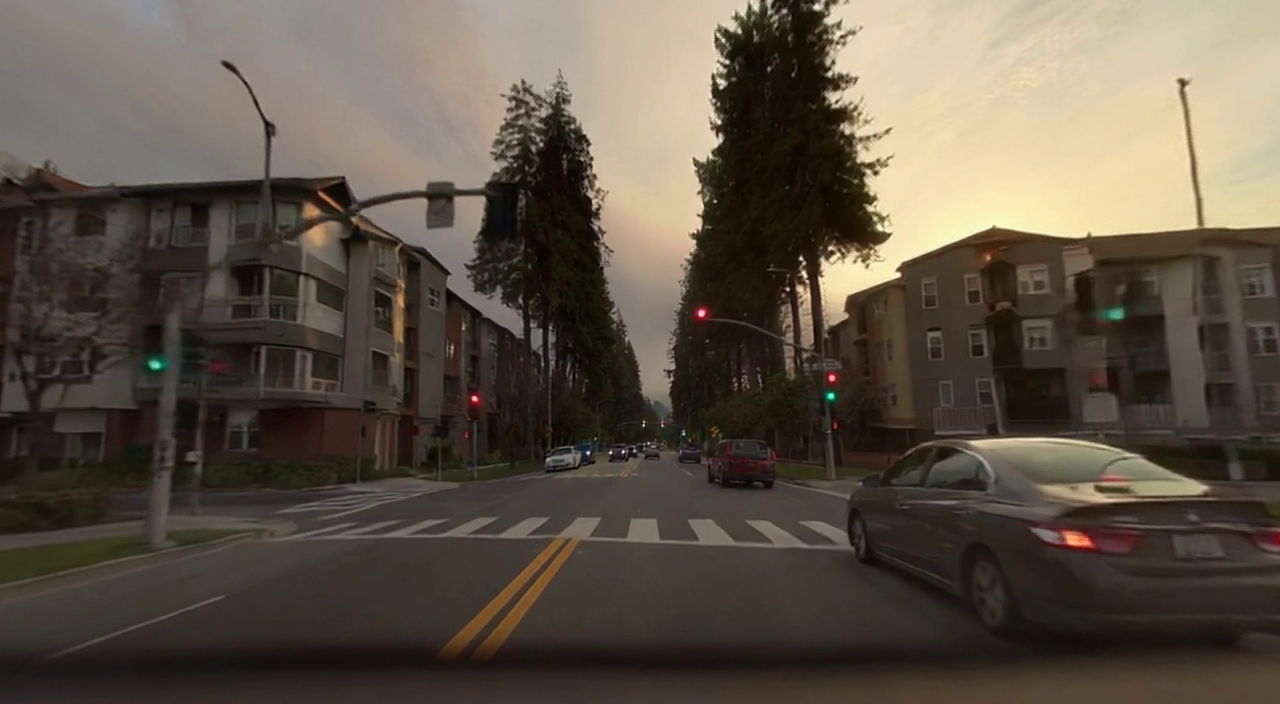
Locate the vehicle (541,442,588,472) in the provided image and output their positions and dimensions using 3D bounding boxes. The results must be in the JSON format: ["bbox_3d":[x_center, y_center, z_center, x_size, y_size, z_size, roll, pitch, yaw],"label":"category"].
[{"bbox_3d":[-5.099,7.188,43.439,2.350,1.929,5.772,0,-9,2],"label":"vehicle"}]

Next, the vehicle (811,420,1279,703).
[{"bbox_3d":[3.262,1.464,5.712,2.078,1.488,4.741,0,-9,0],"label":"vehicle"}]

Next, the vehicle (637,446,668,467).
[{"bbox_3d":[0.831,7.510,45.474,2.097,1.463,4.043,0,-9,0],"label":"vehicle"}]

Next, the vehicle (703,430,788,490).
[{"bbox_3d":[3.535,3.722,22.080,2.199,1.872,4.513,0,-9,0],"label":"vehicle"}]
